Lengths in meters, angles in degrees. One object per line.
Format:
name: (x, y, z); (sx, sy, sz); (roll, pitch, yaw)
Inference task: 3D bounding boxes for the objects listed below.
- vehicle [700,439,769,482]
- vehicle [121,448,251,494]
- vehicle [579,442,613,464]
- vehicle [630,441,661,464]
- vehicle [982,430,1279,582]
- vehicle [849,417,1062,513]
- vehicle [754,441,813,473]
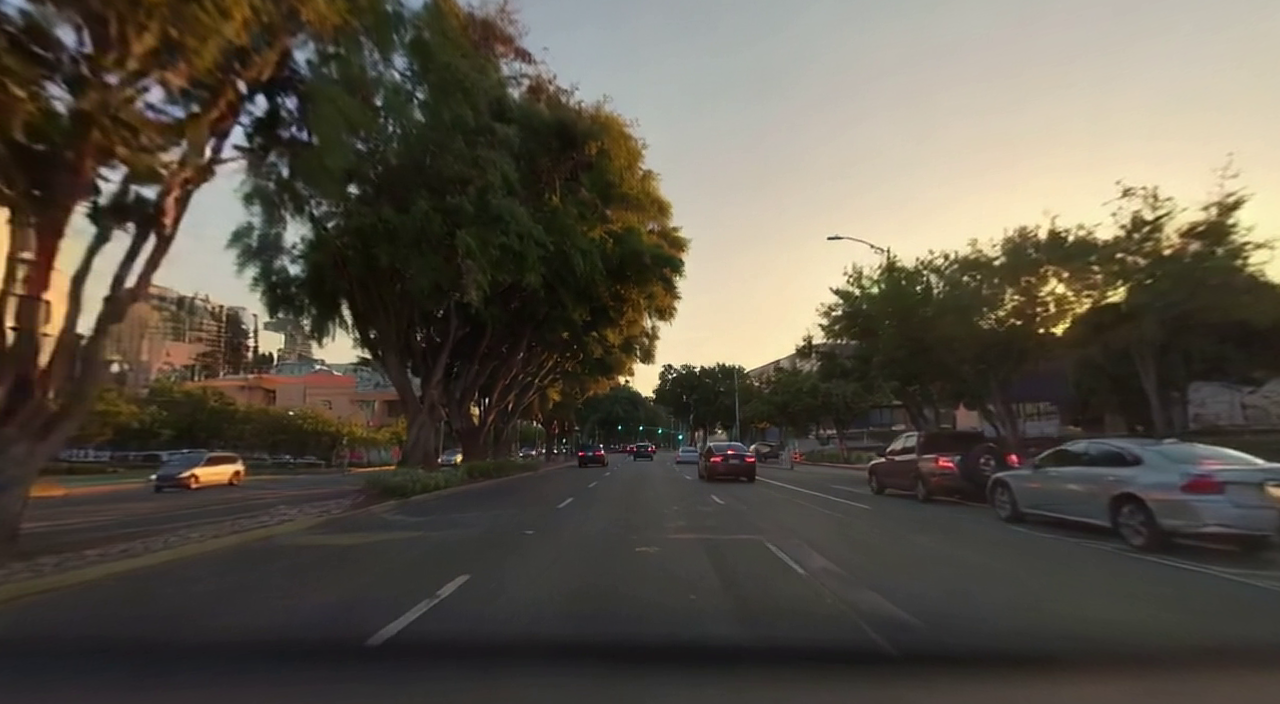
vehicle: (3.556, 4.171, 24.546); (1.990, 1.486, 4.431); (0, -8, 0)
vehicle: (-19.030, 4.977, 26.762); (2.022, 1.735, 4.695); (0, -8, 0)
vehicle: (-3.108, 7.278, 45.600); (2.082, 1.467, 4.379); (0, -8, 1)
vehicle: (0.377, 7.116, 44.785); (2.101, 1.480, 3.929); (0, -8, 0)
vehicle: (6.859, 1.852, 8.548); (1.837, 1.463, 4.651); (0, -8, 0)
vehicle: (7.044, 2.609, 15.103); (2.087, 1.823, 5.906); (0, -8, 1)
vehicle: (7.262, 5.360, 32.382); (1.937, 1.475, 4.682); (0, -8, 0)
